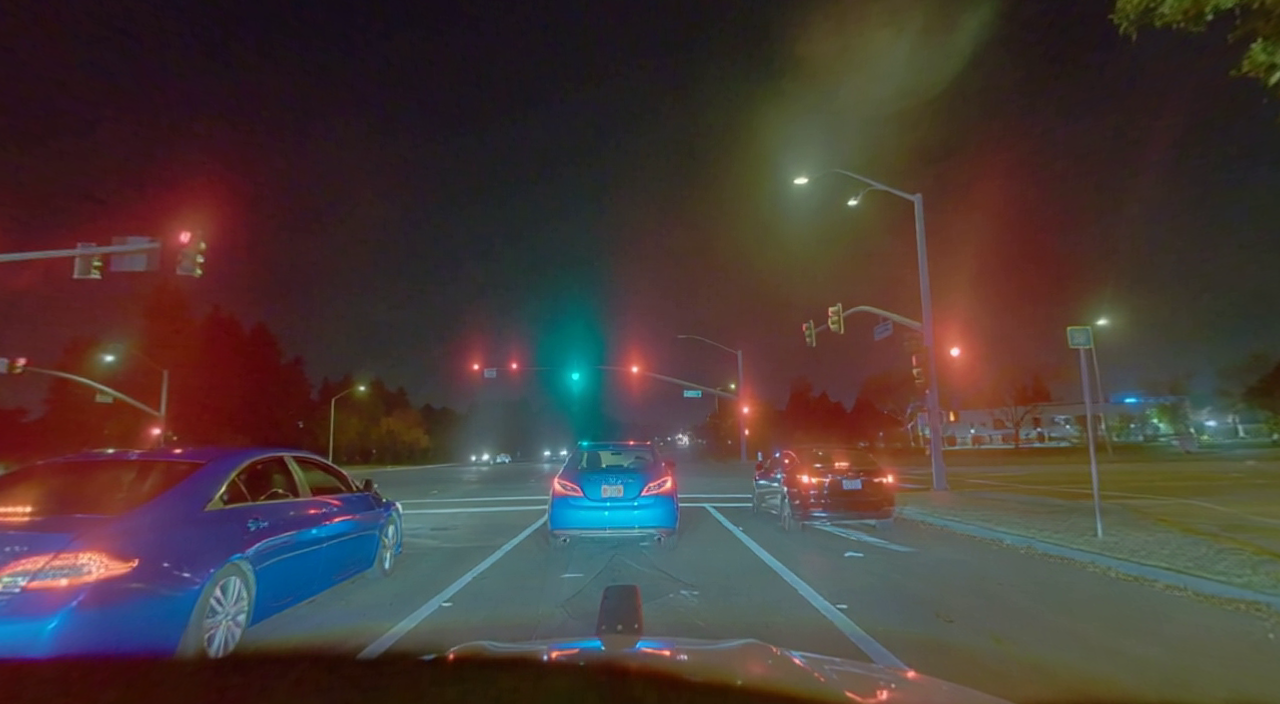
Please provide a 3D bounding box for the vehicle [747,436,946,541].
[{"bbox_3d":[3.291,2.258,11.170,1.970,1.449,4.433,0,-8,-1],"label":"vehicle"}]

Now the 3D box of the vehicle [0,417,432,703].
[{"bbox_3d":[-3.573,1.398,5.419,2.052,1.472,4.479,0,-8,0],"label":"vehicle"}]

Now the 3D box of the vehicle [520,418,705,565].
[{"bbox_3d":[-0.339,1.829,8.967,2.038,1.599,3.844,0,-8,-1],"label":"vehicle"}]
